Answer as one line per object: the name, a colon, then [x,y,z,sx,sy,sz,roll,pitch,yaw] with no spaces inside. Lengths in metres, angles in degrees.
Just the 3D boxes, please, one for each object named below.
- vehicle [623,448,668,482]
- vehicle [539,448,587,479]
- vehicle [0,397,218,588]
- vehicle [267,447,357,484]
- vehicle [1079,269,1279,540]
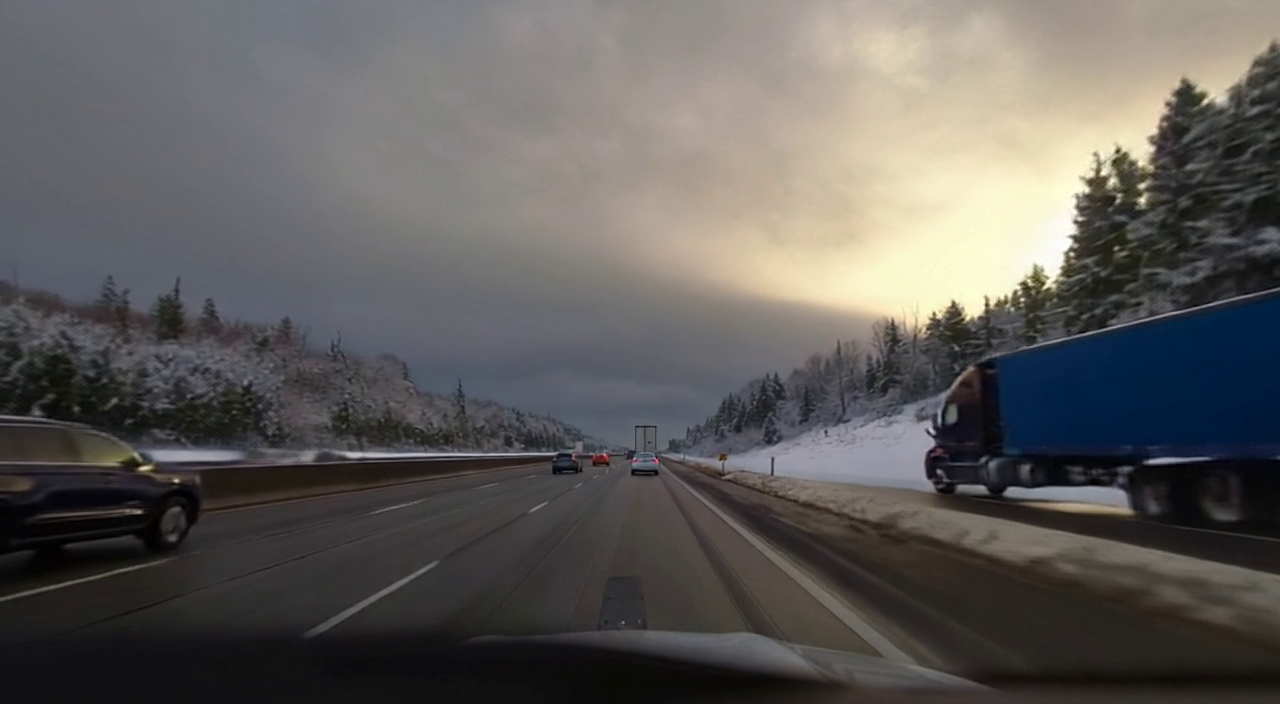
vehicle: [0.205,5.298,29.816,1.991,1.507,3.391,0,-9,-1]
vehicle: [-4.047,5.951,33.869,2.018,1.504,4.431,0,-9,0]
vehicle: [-7.520,1.466,6.716,2.316,1.875,5.337,0,-9,0]
vehicle: [-15.254,5.282,29.555,1.858,1.562,4.315,0,-9,0]
vehicle: [11.432,0.681,8.910,3.020,4.143,9.468,0,-9,-4]
